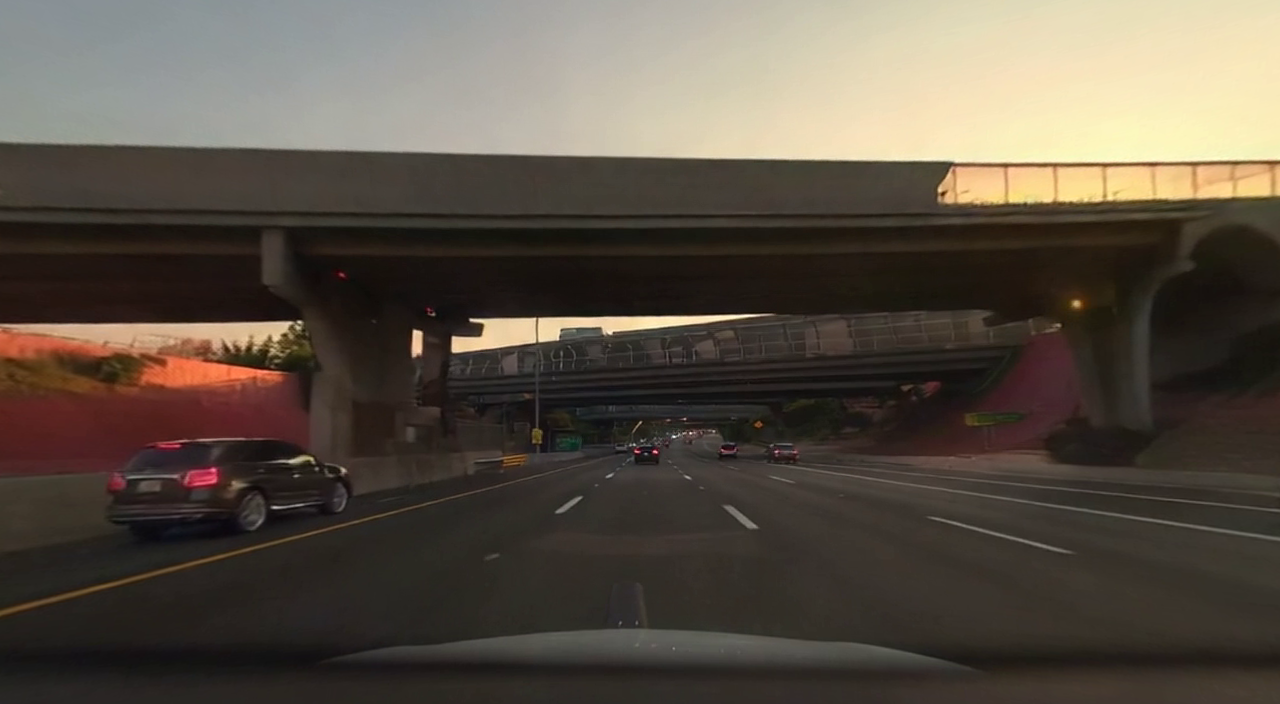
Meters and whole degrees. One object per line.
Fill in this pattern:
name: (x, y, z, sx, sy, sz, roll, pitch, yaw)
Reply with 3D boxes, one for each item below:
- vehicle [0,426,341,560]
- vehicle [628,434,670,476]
vehicle: (-6.599, 1.965, 9.548, 1.967, 1.538, 4.295, 0, -8, 1)
vehicle: (0.441, 4.937, 30.509, 1.893, 1.827, 4.513, 0, -8, 1)
